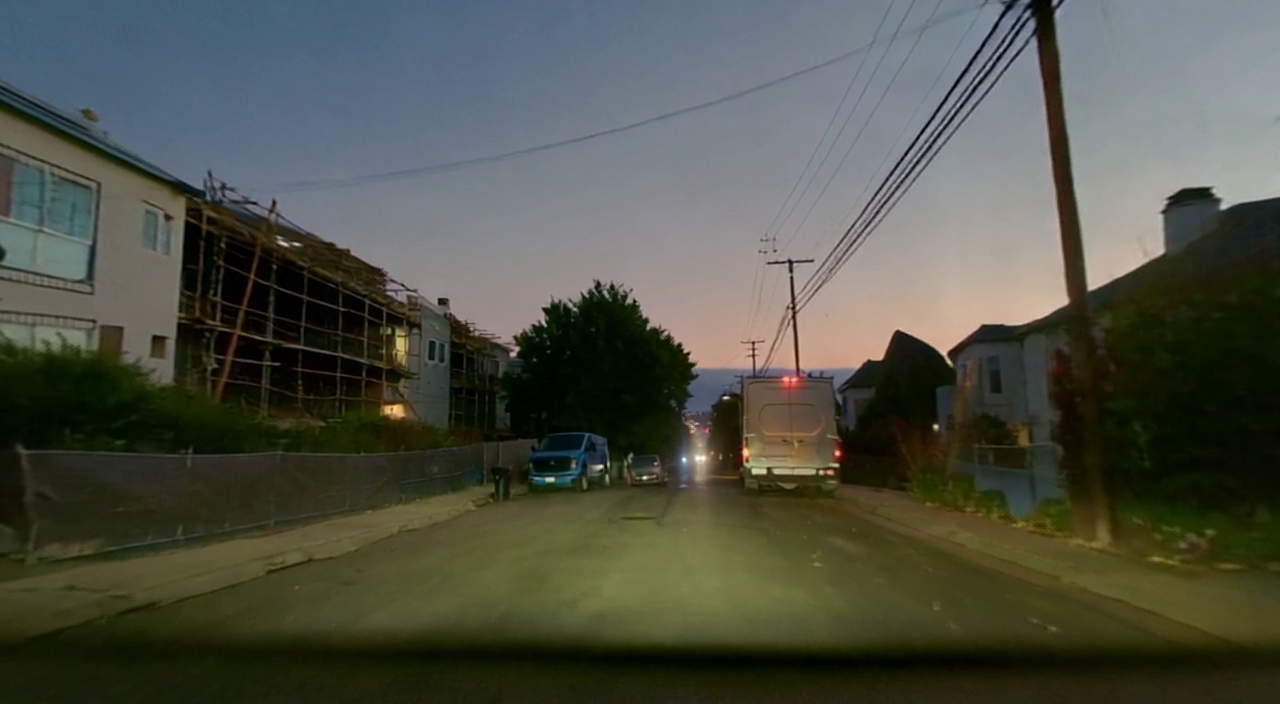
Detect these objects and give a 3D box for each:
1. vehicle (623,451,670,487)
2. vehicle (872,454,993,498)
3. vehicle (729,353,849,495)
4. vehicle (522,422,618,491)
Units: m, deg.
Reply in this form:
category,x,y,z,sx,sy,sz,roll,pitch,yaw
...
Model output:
category,x,y,z,sx,sy,sz,roll,pitch,yaw
vehicle,0.470,7.047,38.280,2.257,1.916,5.089,-1,-9,7
vehicle,14.968,6.345,32.524,5.321,1.857,1.976,-1,-3,14
vehicle,4.704,2.816,21.976,2.915,3.793,9.963,0,-11,7
vehicle,-2.254,3.497,21.807,2.171,1.910,4.789,-2,-5,8
